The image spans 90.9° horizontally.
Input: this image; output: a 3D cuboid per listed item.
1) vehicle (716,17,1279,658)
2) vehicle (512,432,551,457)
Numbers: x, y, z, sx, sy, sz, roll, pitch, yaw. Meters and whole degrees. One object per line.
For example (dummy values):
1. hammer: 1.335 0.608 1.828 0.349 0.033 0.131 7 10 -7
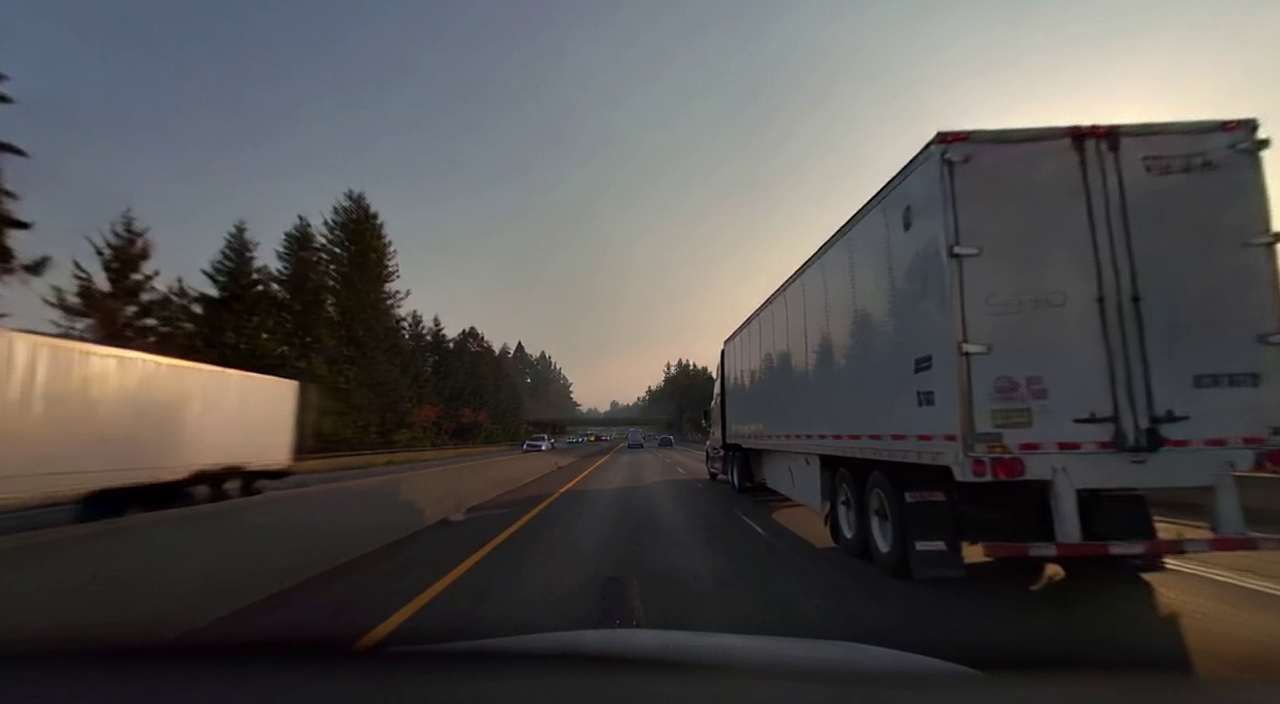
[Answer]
1. vehicle: 3.773 0.717 10.755 3.038 3.975 13.887 0 -8 -1
2. vehicle: -8.385 7.165 49.094 2.199 1.816 4.724 0 -8 0
